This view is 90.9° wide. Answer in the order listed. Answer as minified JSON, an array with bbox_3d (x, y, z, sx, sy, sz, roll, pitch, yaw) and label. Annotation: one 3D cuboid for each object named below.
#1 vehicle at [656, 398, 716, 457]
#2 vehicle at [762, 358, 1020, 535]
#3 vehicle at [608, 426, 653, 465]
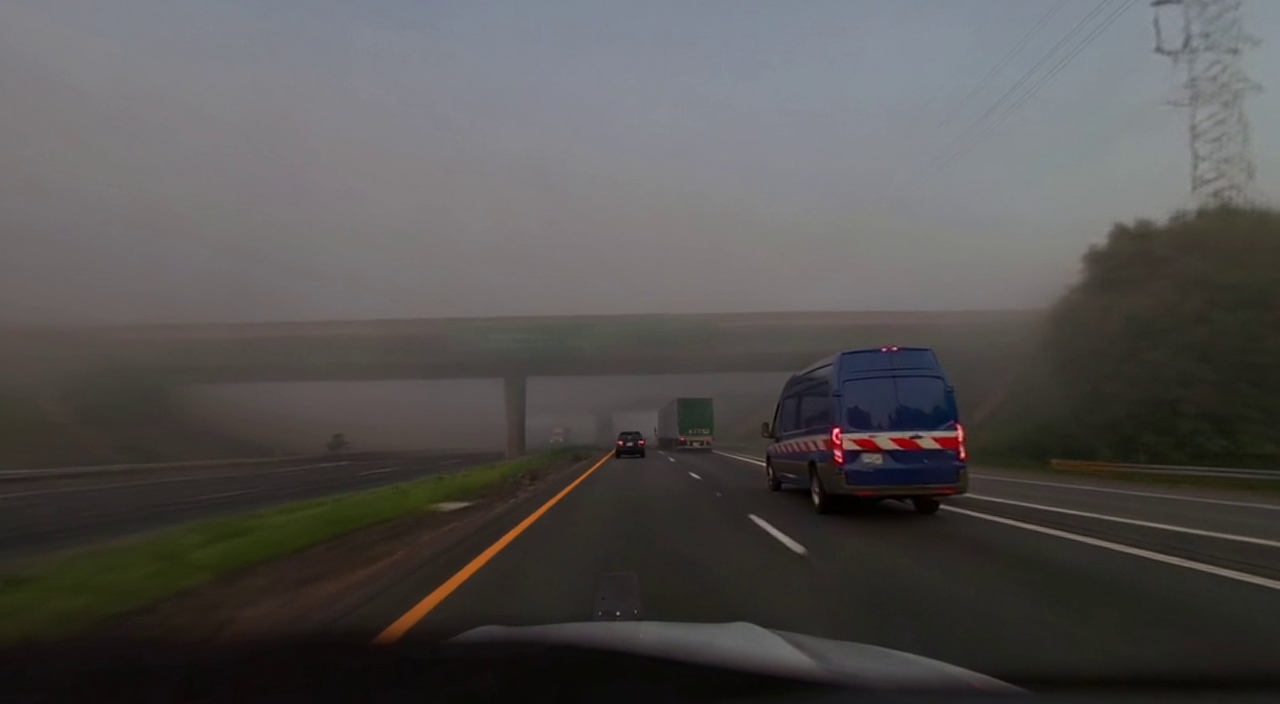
[{"bbox_3d":[3.180,5.898,48.338,3.096,3.759,15.119,0,-8,-1],"label":"vehicle"},{"bbox_3d":[4.101,1.702,11.736,2.387,2.506,5.374,0,-8,-2],"label":"vehicle"},{"bbox_3d":[-0.484,4.573,30.938,2.073,1.750,4.116,0,-8,-2],"label":"vehicle"}]
